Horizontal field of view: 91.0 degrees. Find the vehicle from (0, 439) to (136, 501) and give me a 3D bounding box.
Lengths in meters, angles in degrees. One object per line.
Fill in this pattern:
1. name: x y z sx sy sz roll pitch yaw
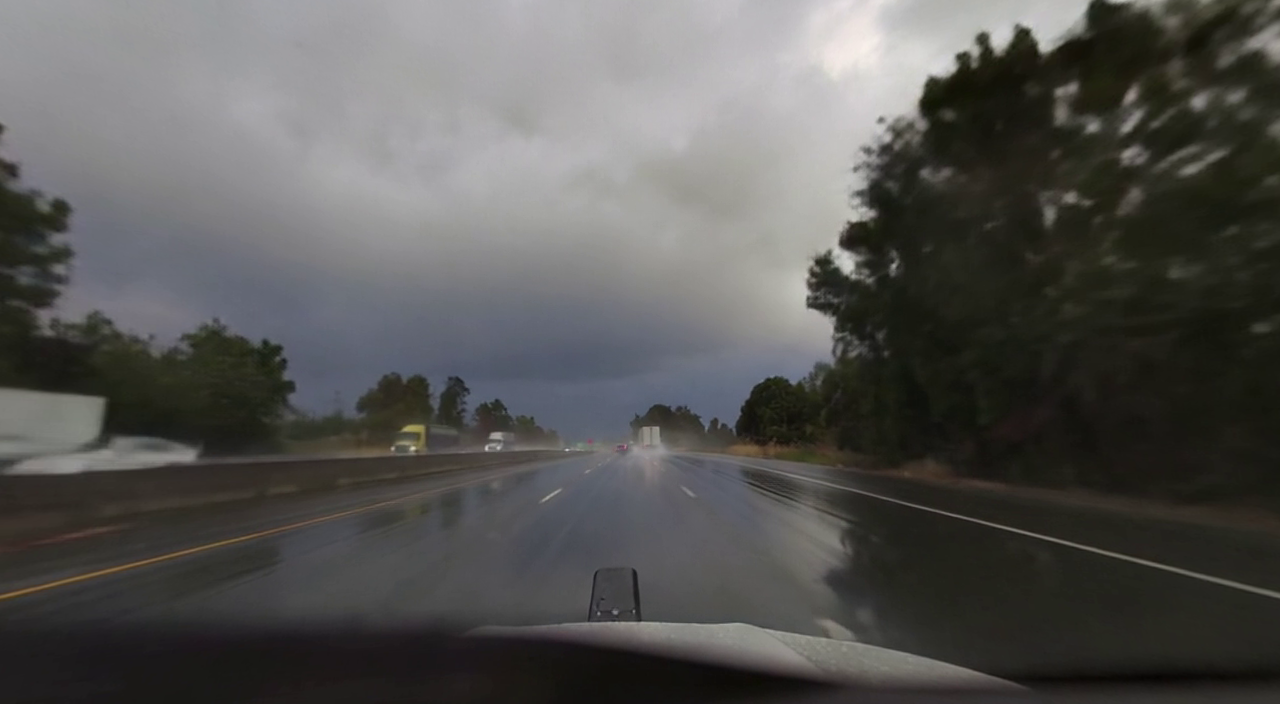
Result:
1. vehicle: -19.795 3.794 20.743 2.119 1.796 5.109 0 -8 -1
